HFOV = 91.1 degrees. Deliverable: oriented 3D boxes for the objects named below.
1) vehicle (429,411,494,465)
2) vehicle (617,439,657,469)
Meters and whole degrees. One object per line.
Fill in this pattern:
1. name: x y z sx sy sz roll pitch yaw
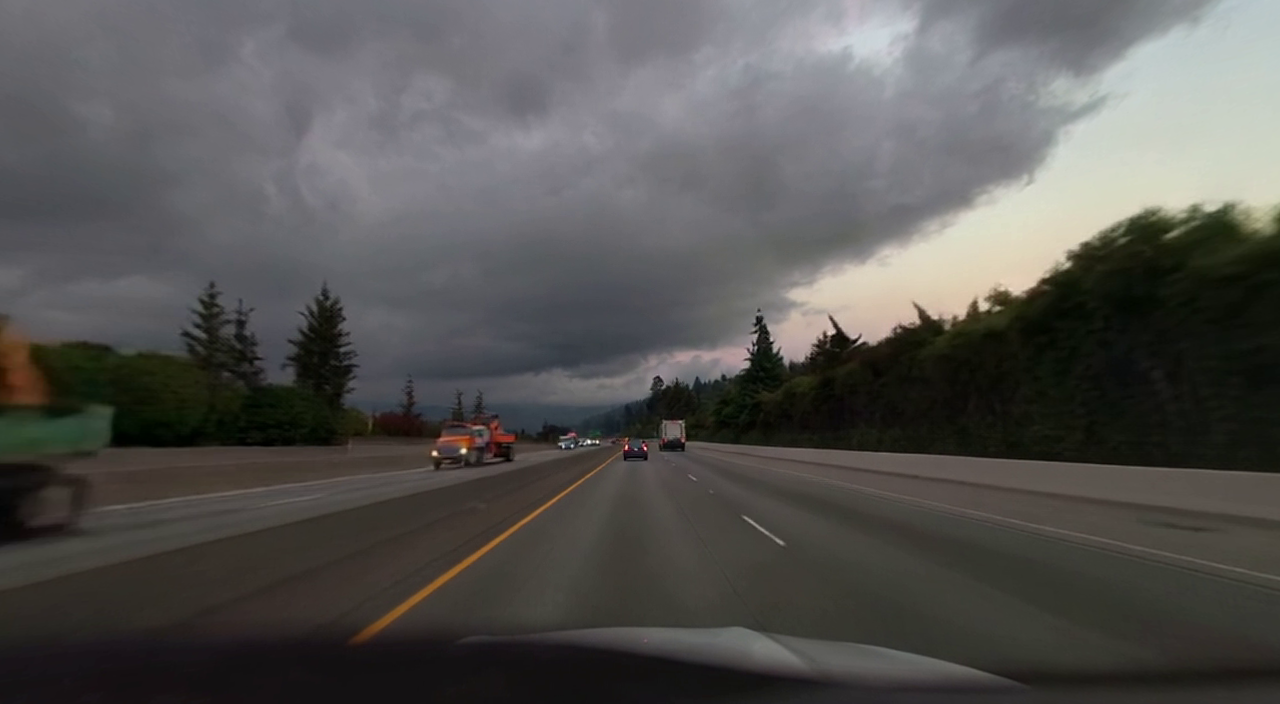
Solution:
1. vehicle: -12.804 6.274 45.492 2.949 3.613 5.682 0 -9 0
2. vehicle: -0.147 5.314 32.976 2.004 1.472 4.075 0 -8 0
